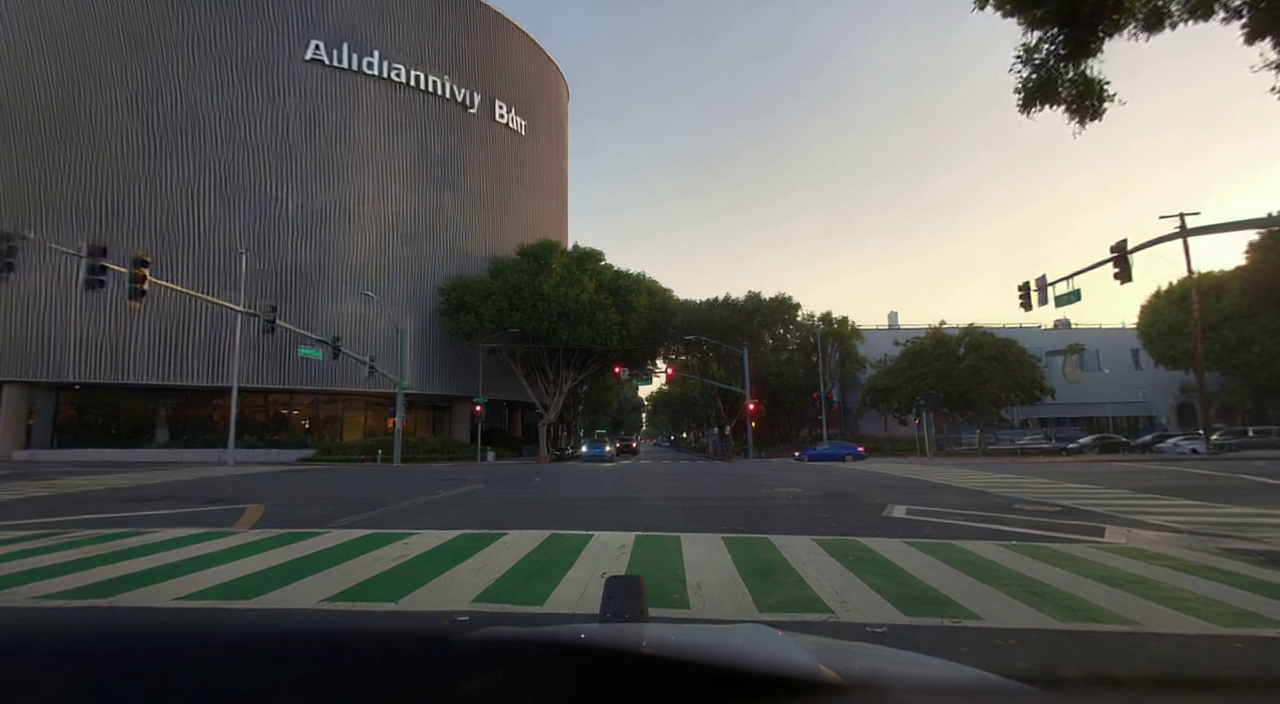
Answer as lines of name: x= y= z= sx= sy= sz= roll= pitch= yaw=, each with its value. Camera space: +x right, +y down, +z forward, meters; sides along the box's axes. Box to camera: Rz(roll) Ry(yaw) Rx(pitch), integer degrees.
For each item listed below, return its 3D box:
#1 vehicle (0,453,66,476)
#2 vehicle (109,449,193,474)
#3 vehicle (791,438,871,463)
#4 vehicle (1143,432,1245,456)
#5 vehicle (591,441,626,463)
vehicle: x=-41.657 y=7.632 z=42.747 sx=3.698 sy=1.467 sz=1.779 roll=0 pitch=-8 yaw=1
vehicle: x=-33.092 y=7.407 z=42.742 sx=4.136 sy=1.661 sz=1.857 roll=0 pitch=-8 yaw=1
vehicle: x=11.882 y=6.160 z=39.501 sx=4.529 sy=1.457 sz=1.981 roll=-1 pitch=-9 yaw=9
vehicle: x=36.132 y=6.015 z=41.207 sx=4.767 sy=1.456 sz=1.858 roll=-1 pitch=-8 yaw=3
vehicle: x=-2.155 y=7.100 z=44.807 sx=2.280 sy=1.454 sz=4.836 roll=0 pitch=-8 yaw=0
